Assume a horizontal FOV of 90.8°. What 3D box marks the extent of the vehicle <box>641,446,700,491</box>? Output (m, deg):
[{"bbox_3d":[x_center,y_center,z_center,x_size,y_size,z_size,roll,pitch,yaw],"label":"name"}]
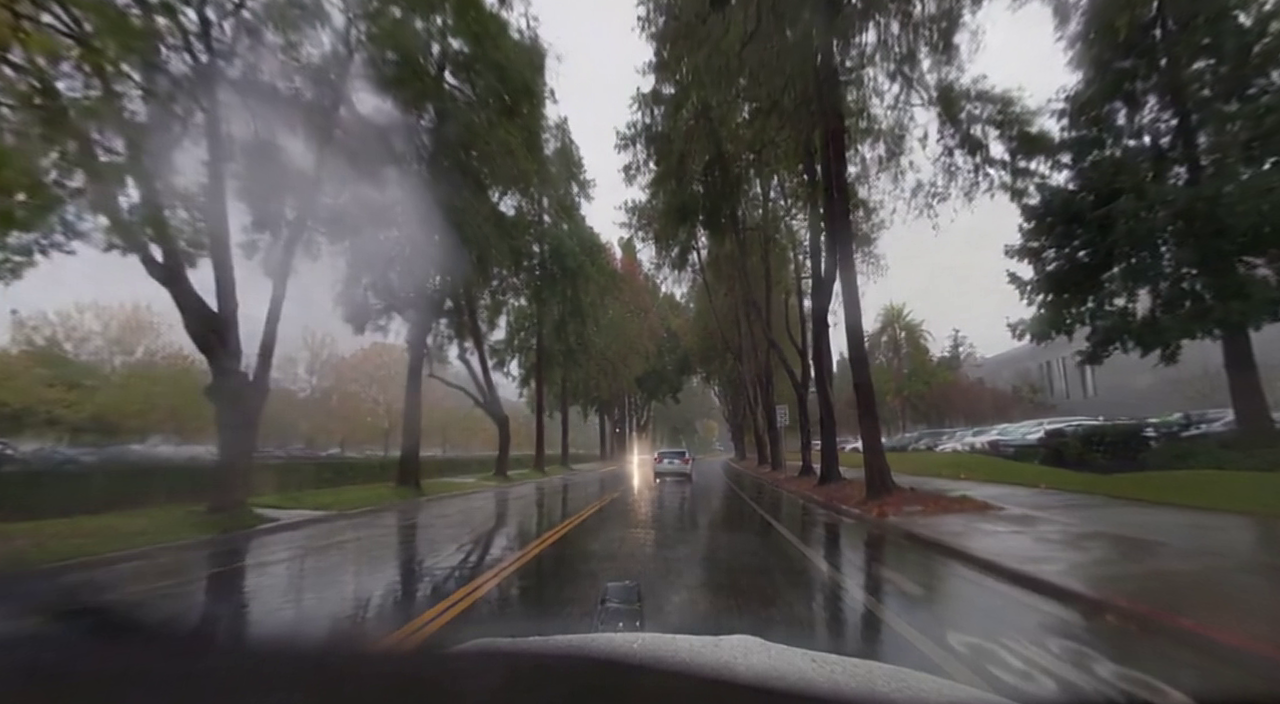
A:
[{"bbox_3d":[1.316,4.603,25.341,2.152,1.574,4.223,-1,-8,5],"label":"vehicle"}]
